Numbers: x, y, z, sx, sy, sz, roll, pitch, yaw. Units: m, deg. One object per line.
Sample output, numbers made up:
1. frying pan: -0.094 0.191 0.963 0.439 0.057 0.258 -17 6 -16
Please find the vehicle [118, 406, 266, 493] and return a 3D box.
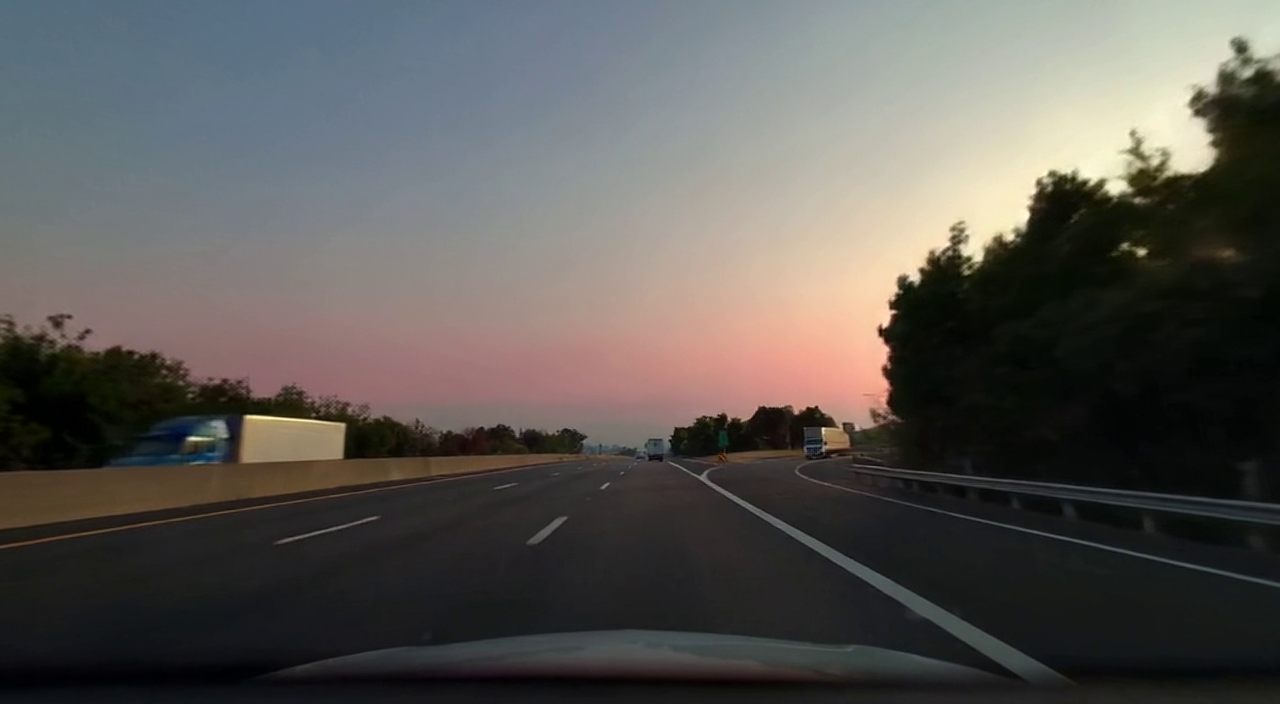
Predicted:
1. vehicle: -22.787 5.019 32.577 2.994 4.039 5.976 0 -9 1
